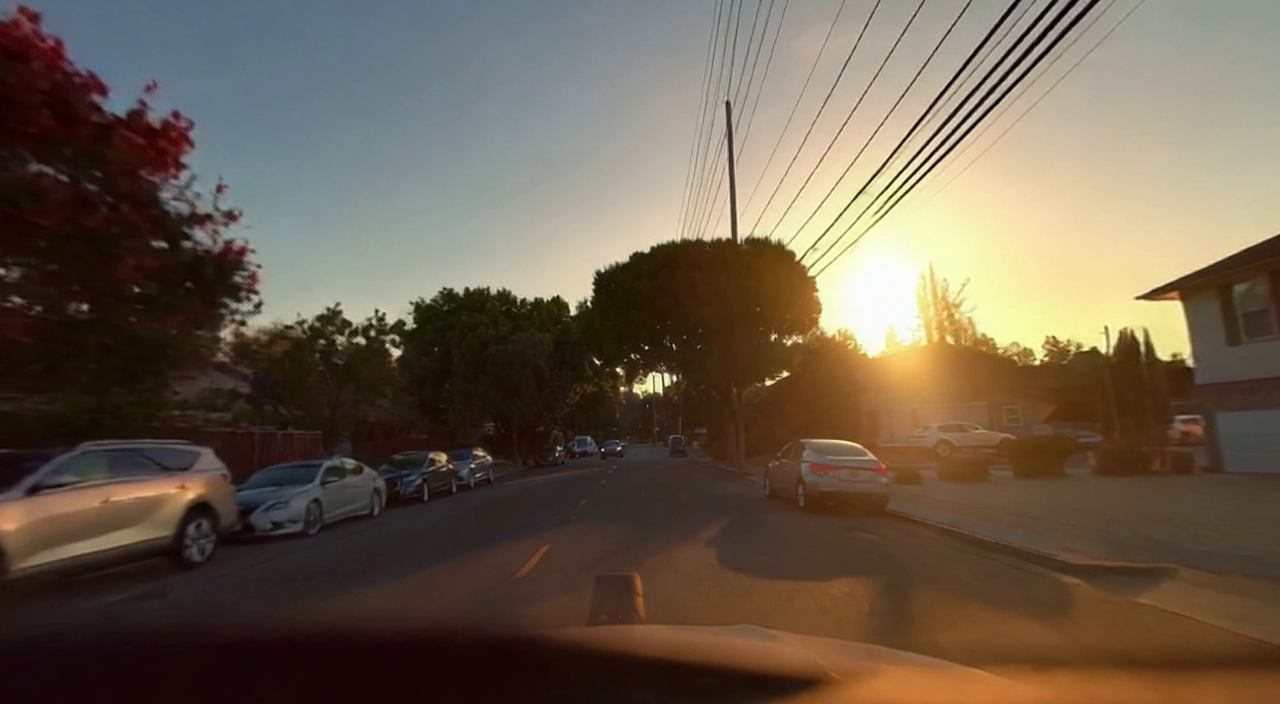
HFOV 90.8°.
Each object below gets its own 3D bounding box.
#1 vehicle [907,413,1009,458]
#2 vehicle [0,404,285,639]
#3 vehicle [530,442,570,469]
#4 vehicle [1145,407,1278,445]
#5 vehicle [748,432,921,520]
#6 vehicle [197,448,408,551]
[{"bbox_3d":[13.357,3.591,26.933,2.039,1.712,4.766,-2,-8,3],"label":"vehicle"},{"bbox_3d":[-6.283,1.654,6.710,2.192,1.873,4.985,-3,-8,0],"label":"vehicle"},{"bbox_3d":[-6.110,7.072,43.361,2.055,1.666,4.168,-2,-8,1],"label":"vehicle"},{"bbox_3d":[24.242,3.241,27.080,1.796,1.471,4.679,-1,-8,8],"label":"vehicle"},{"bbox_3d":[3.788,2.504,13.415,2.108,1.493,4.878,0,-8,0],"label":"vehicle"},{"bbox_3d":[-6.113,2.650,12.150,1.813,1.447,4.437,-3,-8,-3],"label":"vehicle"}]
